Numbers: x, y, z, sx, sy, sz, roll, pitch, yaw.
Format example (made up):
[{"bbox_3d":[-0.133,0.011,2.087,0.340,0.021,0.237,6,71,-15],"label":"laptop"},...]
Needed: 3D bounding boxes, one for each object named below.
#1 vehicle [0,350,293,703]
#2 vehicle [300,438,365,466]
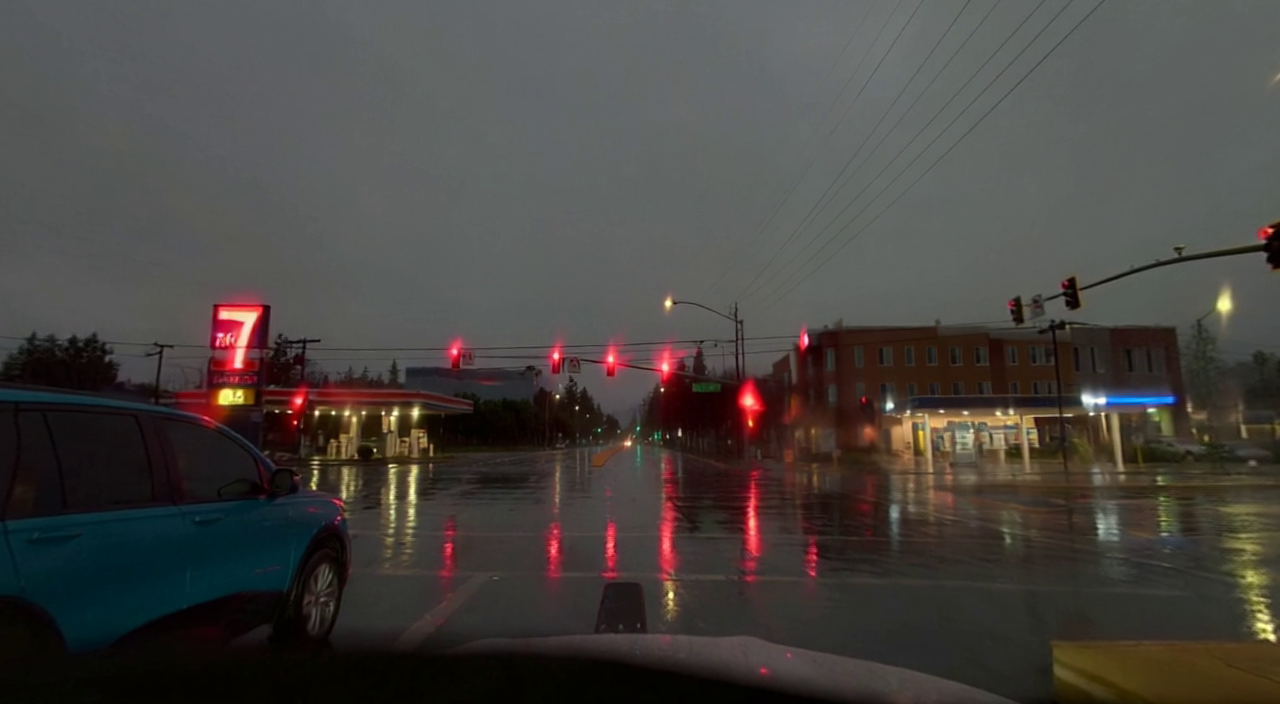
[{"bbox_3d":[-3.426,0.800,2.047,2.053,1.690,4.364,0,-9,0],"label":"vehicle"},{"bbox_3d":[-20.468,6.682,42.158,2.004,1.699,4.486,0,-9,1],"label":"vehicle"}]
